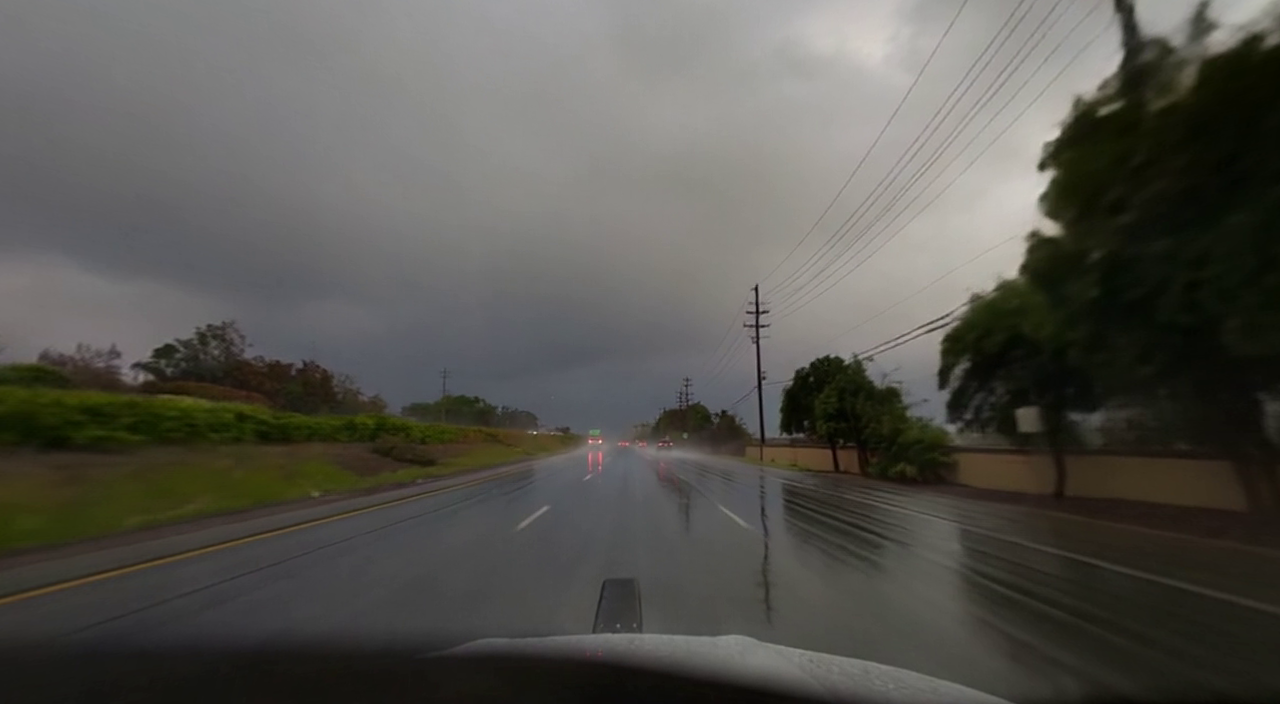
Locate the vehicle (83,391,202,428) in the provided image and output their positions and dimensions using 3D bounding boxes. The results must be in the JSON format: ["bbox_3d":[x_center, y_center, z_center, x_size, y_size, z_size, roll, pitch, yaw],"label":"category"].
[{"bbox_3d":[-24.944,2.955,31.953,2.013,1.582,4.900,0,-8,0],"label":"vehicle"}]
